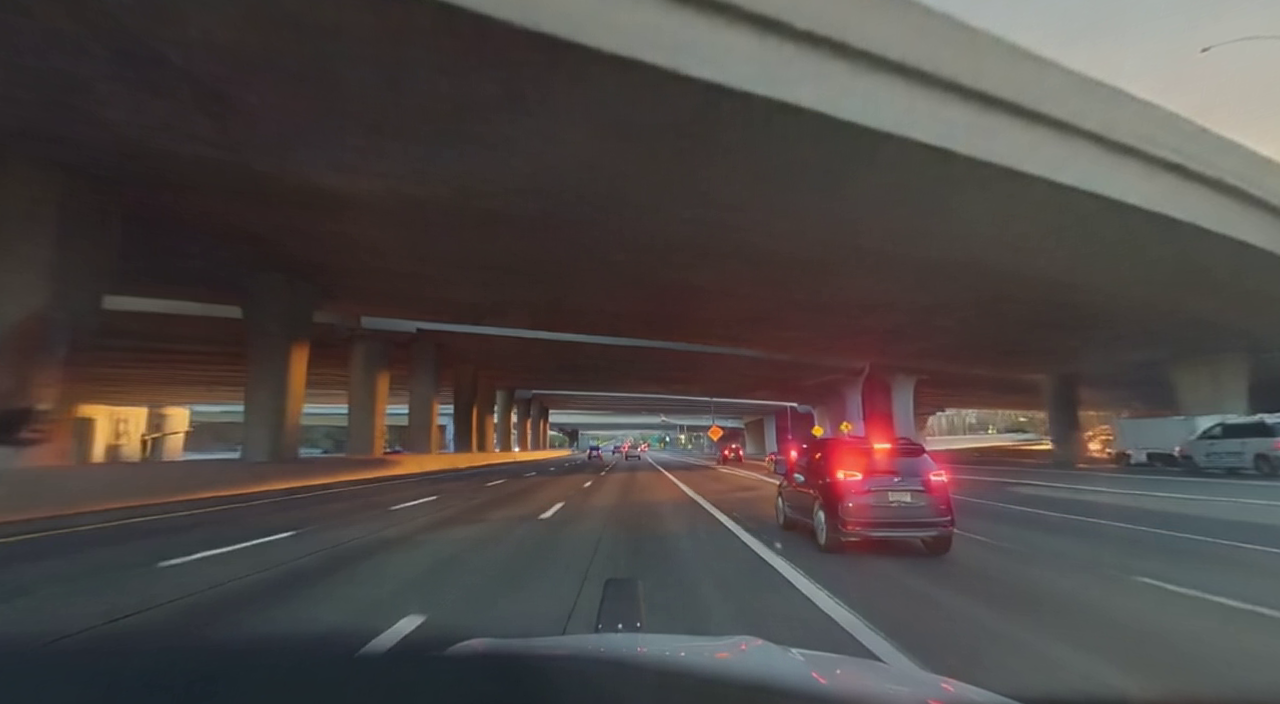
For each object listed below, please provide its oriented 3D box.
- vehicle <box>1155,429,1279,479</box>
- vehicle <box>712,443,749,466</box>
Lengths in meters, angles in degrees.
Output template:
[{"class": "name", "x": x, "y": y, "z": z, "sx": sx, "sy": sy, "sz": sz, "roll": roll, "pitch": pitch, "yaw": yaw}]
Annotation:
[{"class": "vehicle", "x": 19.937, "y": 3.309, "z": 20.637, "sx": 1.821, "sy": 1.479, "sz": 5.004, "roll": 0, "pitch": -8, "yaw": -3}, {"class": "vehicle", "x": 6.862, "y": 7.797, "z": 48.284, "sx": 2.075, "sy": 1.611, "sz": 4.421, "roll": 0, "pitch": -8, "yaw": -1}]
